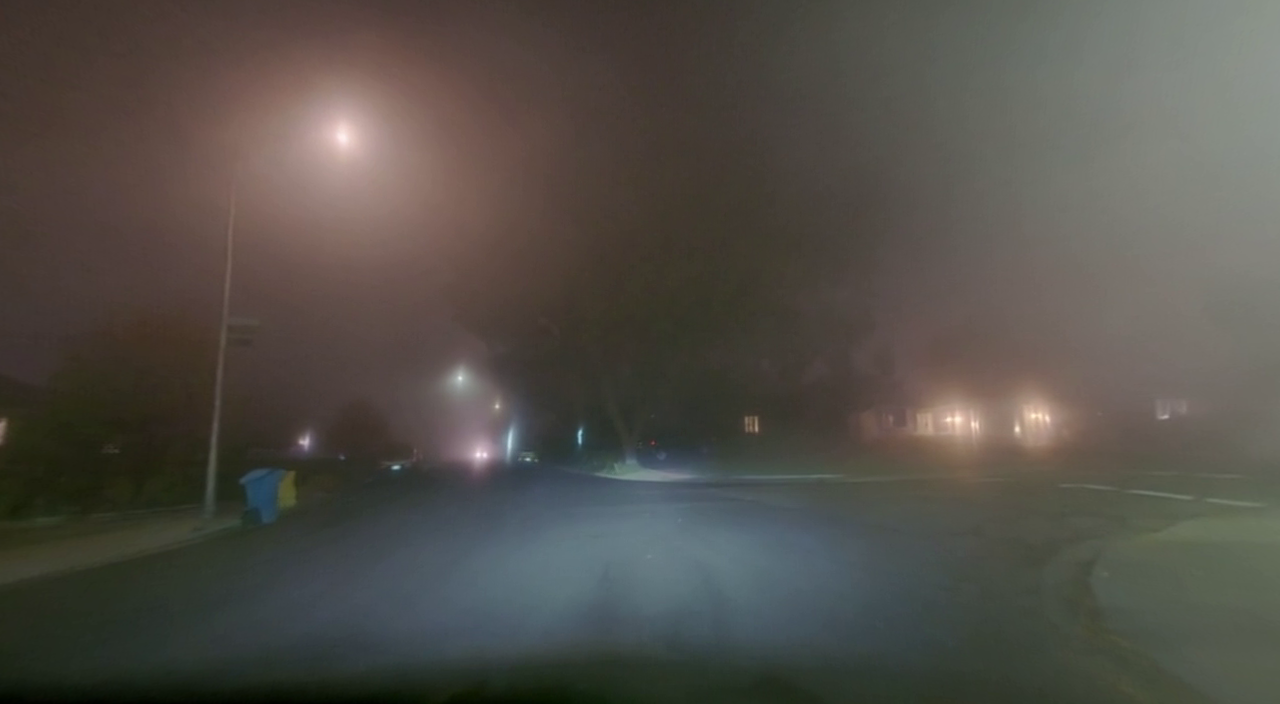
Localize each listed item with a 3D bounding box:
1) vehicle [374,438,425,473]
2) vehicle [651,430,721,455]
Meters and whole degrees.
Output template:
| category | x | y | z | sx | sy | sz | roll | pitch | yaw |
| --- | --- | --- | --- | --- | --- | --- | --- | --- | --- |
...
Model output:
| category | x | y | z | sx | sy | sz | roll | pitch | yaw |
| --- | --- | --- | --- | --- | --- | --- | --- | --- | --- |
| vehicle | -13.440 | 5.782 | 35.565 | 2.152 | 1.826 | 4.725 | 2 | -9 | -16 |
| vehicle | 3.048 | 6.030 | 41.995 | 4.241 | 1.597 | 1.833 | 2 | -9 | -16 |
